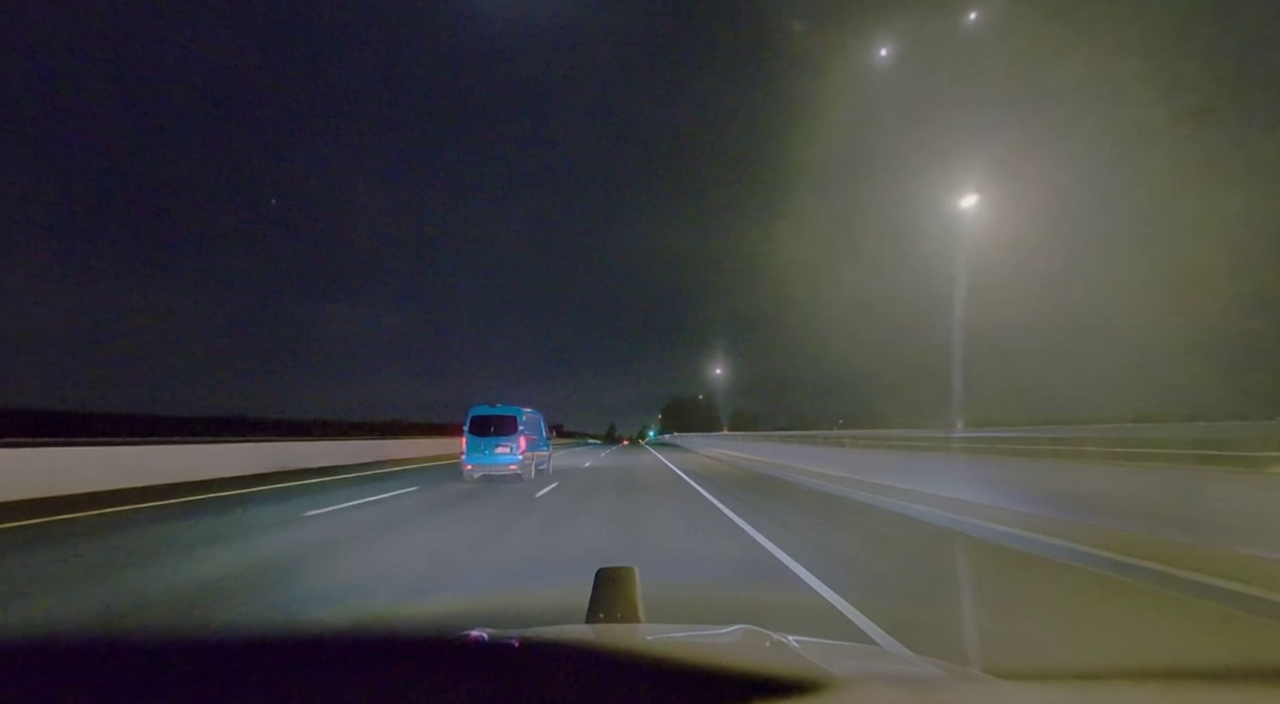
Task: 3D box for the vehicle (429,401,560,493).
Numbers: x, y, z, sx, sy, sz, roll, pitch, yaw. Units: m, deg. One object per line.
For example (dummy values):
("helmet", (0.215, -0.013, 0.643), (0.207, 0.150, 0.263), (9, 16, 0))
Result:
("vehicle", (-3.595, 2.461, 16.649), (2.309, 2.053, 4.884), (0, -8, 0))
